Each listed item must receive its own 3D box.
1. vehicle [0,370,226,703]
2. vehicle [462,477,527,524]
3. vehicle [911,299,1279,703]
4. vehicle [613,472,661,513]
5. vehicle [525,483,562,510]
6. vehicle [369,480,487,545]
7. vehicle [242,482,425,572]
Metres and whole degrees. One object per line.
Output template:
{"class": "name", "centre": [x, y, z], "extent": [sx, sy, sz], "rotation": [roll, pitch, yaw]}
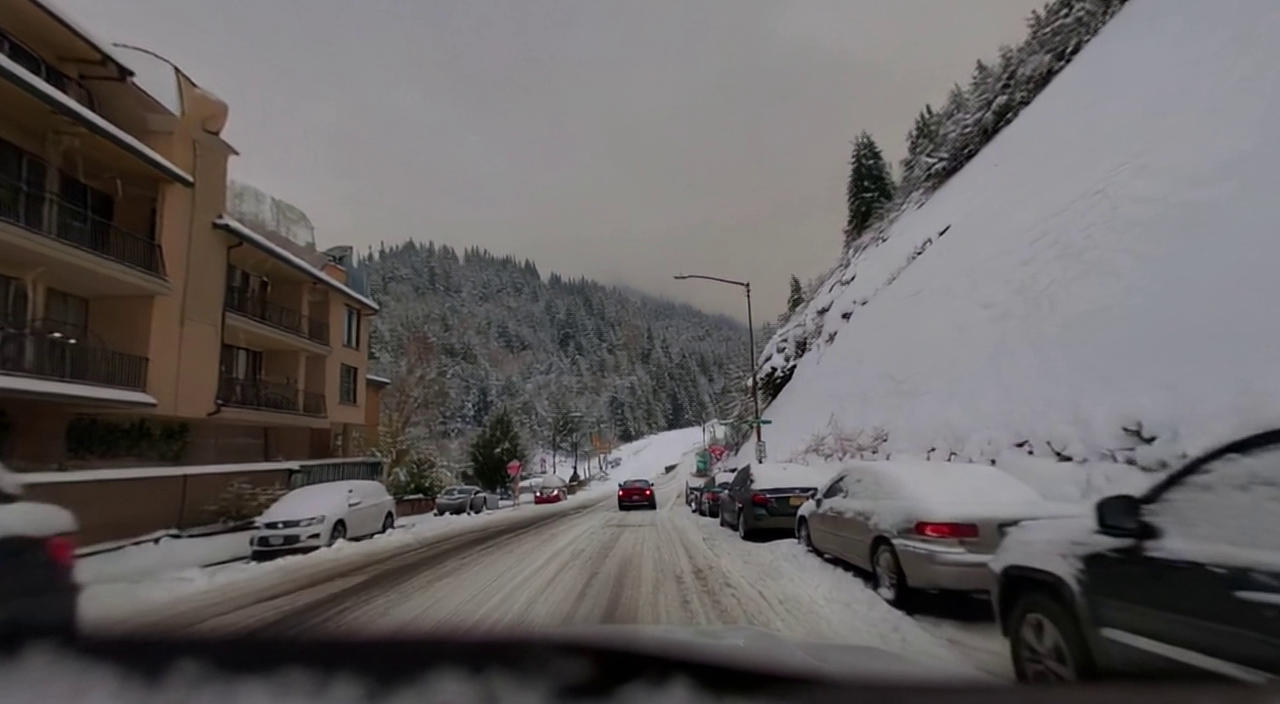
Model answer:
{"class": "vehicle", "centre": [-3.084, 0.679, 0.678], "extent": [2.102, 1.621, 4.627], "rotation": [0, -9, 0]}
{"class": "vehicle", "centre": [-6.532, 6.676, 28.724], "extent": [2.013, 1.729, 4.329], "rotation": [0, -8, -2]}
{"class": "vehicle", "centre": [2.922, 0.753, 1.965], "extent": [2.139, 1.752, 4.411], "rotation": [0, -9, 0]}
{"class": "vehicle", "centre": [-0.196, 6.927, 31.268], "extent": [2.201, 1.731, 3.854], "rotation": [0, -8, -2]}
{"class": "vehicle", "centre": [-6.626, 9.959, 43.572], "extent": [1.859, 1.428, 4.465], "rotation": [0, -9, -1]}
{"class": "vehicle", "centre": [-6.224, 4.751, 19.115], "extent": [1.905, 1.475, 4.592], "rotation": [0, -9, 1]}
{"class": "vehicle", "centre": [-6.512, 3.738, 14.031], "extent": [1.772, 1.415, 4.361], "rotation": [0, -9, 2]}
